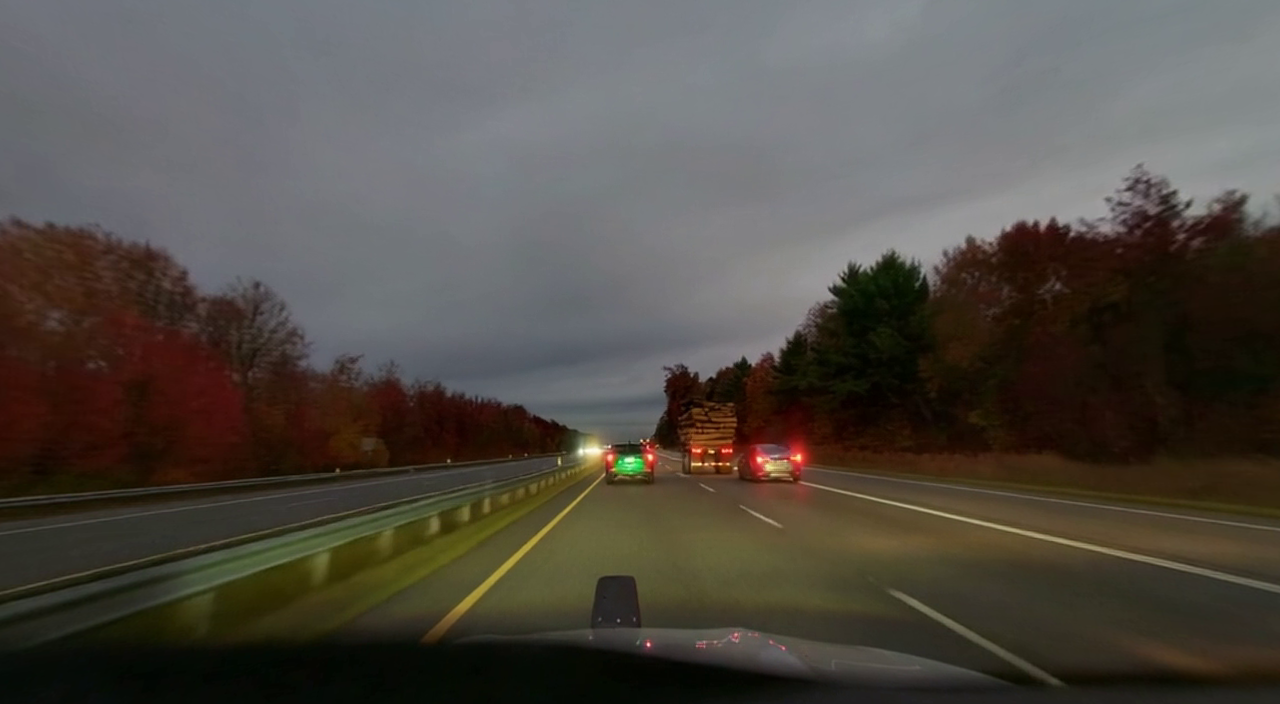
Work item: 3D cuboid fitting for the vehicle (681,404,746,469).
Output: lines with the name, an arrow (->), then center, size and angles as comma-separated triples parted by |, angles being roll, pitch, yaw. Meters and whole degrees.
vehicle -> 4.690, 5.720, 41.945 | 3.125, 3.895, 8.461 | 0, -9, -1

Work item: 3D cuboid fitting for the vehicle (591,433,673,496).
vehicle -> -0.216, 3.394, 19.246 | 2.263, 1.699, 3.936 | -1, -9, 0

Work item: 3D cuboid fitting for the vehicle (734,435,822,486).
vehicle -> 4.925, 3.958, 23.075 | 2.057, 1.660, 4.525 | 0, -9, -2
